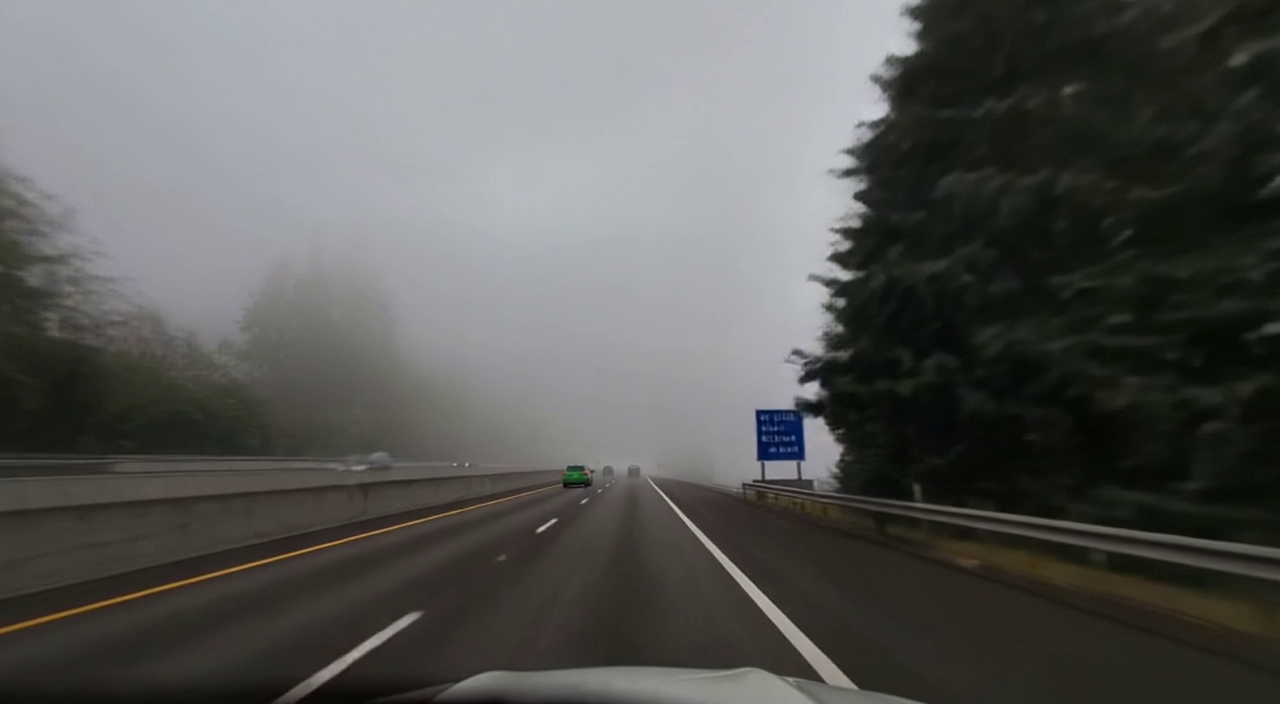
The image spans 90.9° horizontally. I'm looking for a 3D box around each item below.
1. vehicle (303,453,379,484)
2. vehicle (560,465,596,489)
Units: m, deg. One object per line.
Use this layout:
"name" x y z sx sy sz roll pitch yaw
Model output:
"vehicle" -15.967 6.263 33.901 1.882 1.503 4.430 1 -11 0
"vehicle" -4.114 8.420 42.562 2.006 1.469 4.050 1 -10 0
